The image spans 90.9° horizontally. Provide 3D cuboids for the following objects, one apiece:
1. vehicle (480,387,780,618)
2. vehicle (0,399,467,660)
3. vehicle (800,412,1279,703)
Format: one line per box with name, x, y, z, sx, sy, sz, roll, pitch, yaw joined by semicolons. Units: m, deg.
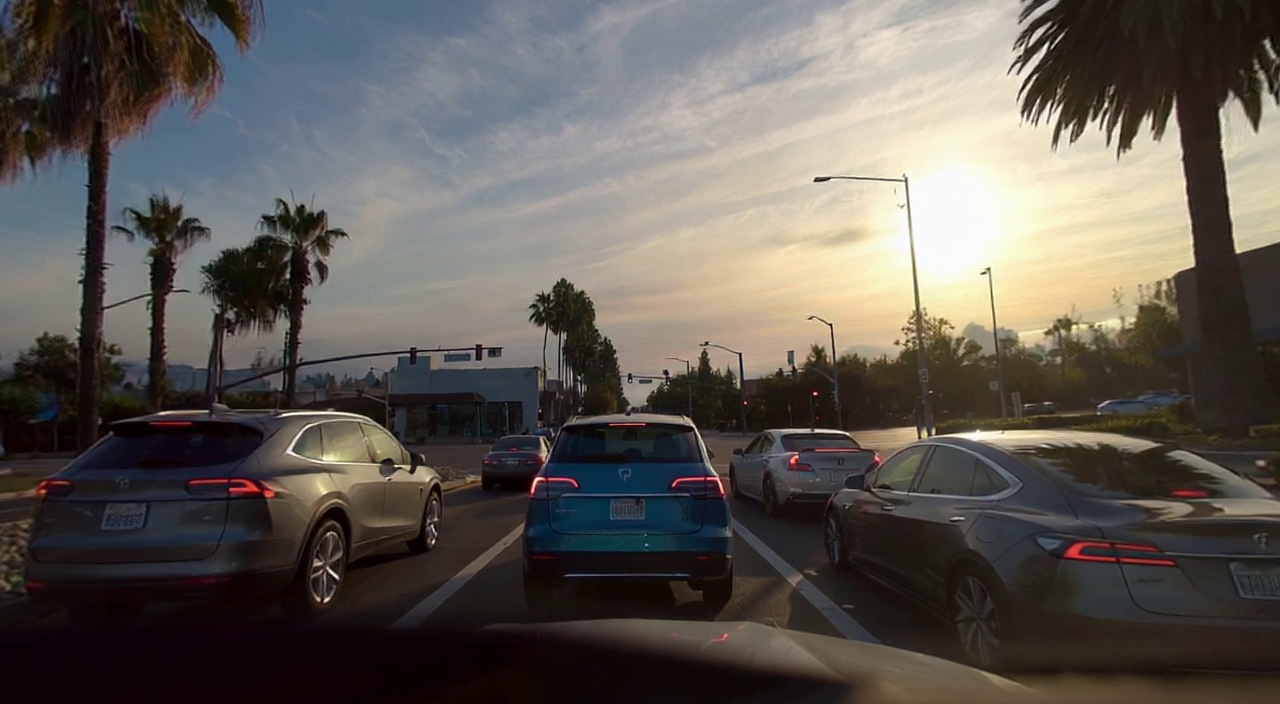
vehicle;-0.138;1.466;7.068;2.280;1.747;4.361;0;-8;-2
vehicle;-3.351;1.385;6.052;2.014;1.534;4.455;0;-8;1
vehicle;2.971;1.373;5.250;2.017;1.491;4.611;0;-8;-1
